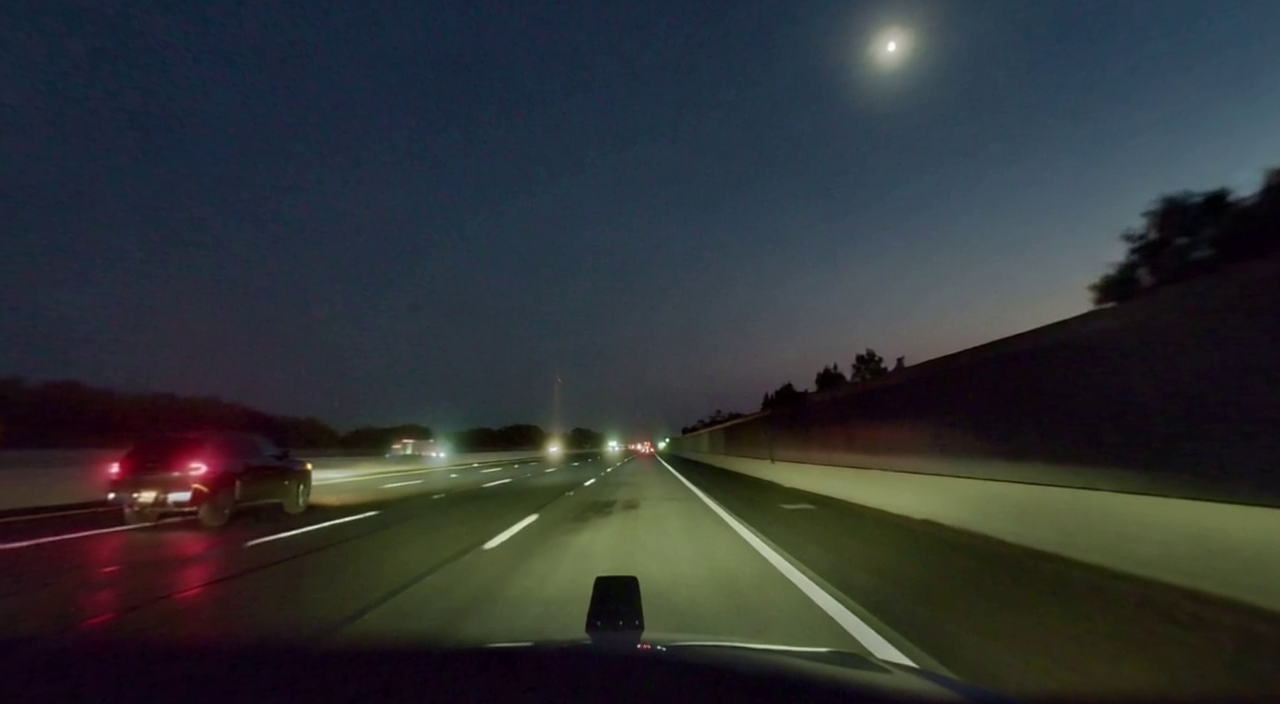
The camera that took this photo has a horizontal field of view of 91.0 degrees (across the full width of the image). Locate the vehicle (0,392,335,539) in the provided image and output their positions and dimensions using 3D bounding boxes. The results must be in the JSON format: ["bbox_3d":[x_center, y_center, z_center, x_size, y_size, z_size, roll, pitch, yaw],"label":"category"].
[{"bbox_3d":[-7.679,1.892,10.971,2.163,1.947,4.959,0,-9,0],"label":"vehicle"}]
